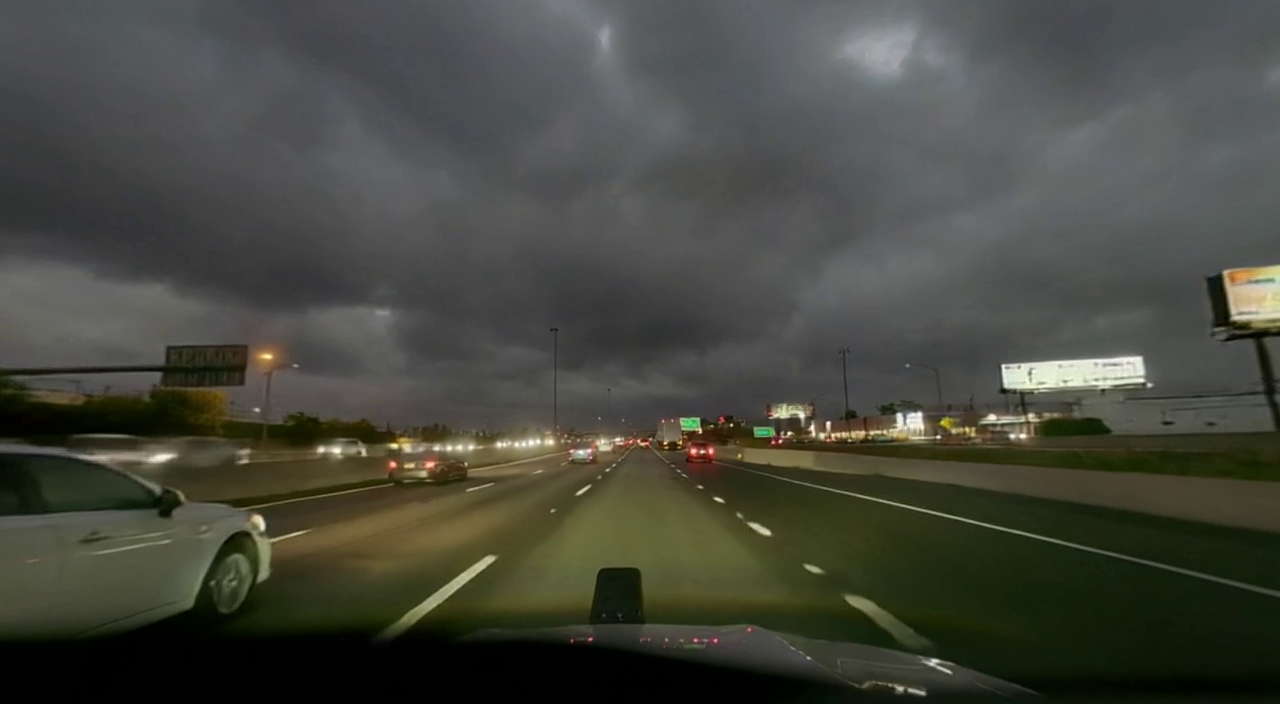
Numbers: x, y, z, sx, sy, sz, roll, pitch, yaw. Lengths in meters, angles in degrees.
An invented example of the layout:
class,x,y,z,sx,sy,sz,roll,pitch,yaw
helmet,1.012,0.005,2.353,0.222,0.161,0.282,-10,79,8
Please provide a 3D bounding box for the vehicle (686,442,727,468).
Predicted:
class,x,y,z,sx,sy,sz,roll,pitch,yaw
vehicle,4.167,6.598,40.402,2.135,1.532,4.506,0,-9,0

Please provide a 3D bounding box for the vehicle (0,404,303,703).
class,x,y,z,sx,sy,sz,roll,pitch,yaw
vehicle,-3.797,1.017,2.945,2.008,1.504,4.264,0,-9,1

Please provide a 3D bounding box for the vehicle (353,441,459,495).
class,x,y,z,sx,sy,sz,roll,pitch,yaw
vehicle,-7.210,3.613,19.811,1.865,1.518,3.620,0,-9,1

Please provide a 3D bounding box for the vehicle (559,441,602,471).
class,x,y,z,sx,sy,sz,roll,pitch,yaw
vehicle,-3.341,5.990,36.274,2.001,1.577,4.055,0,-9,1
